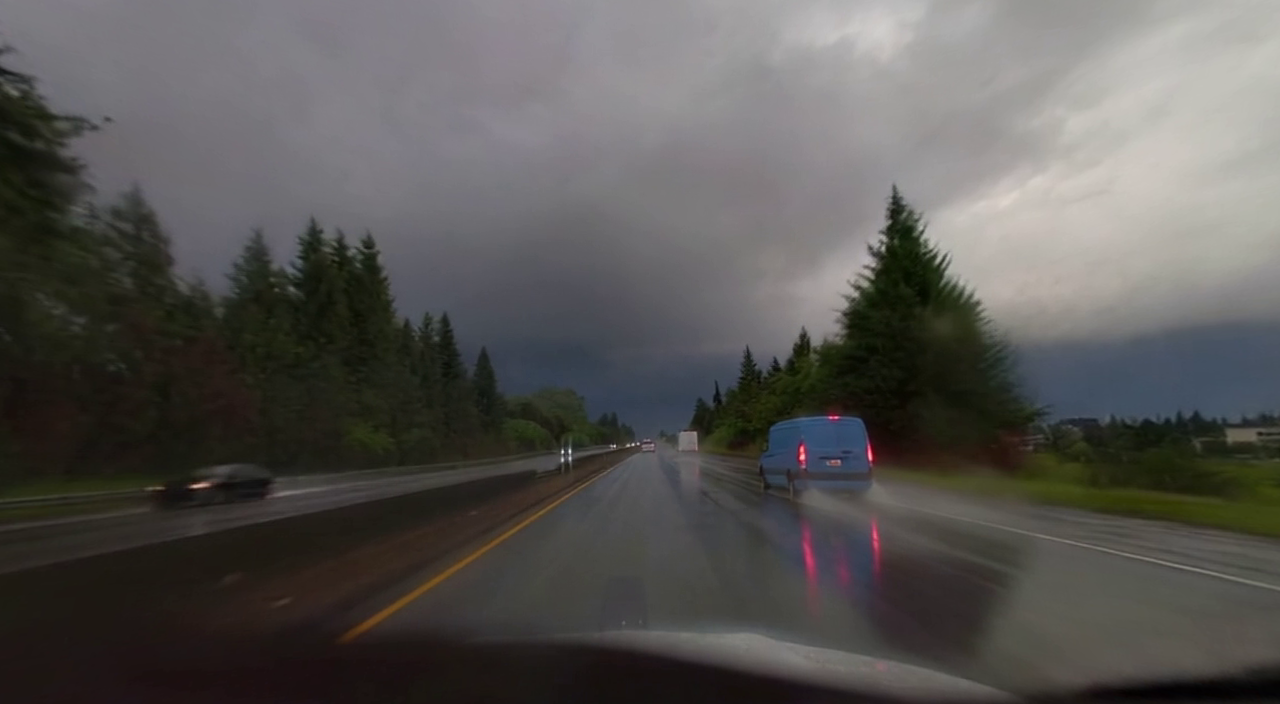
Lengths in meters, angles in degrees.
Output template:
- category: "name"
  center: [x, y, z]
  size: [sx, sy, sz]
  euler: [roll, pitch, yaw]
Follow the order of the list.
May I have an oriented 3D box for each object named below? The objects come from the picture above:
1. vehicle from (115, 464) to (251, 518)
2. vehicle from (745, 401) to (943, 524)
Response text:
- category: "vehicle"
  center: [-13.262, 4.011, 18.528]
  size: [1.530, 1.346, 3.220]
  euler: [-1, -9, 1]
- category: "vehicle"
  center: [3.835, 2.225, 13.051]
  size: [2.371, 2.045, 4.768]
  euler: [0, -9, -1]
